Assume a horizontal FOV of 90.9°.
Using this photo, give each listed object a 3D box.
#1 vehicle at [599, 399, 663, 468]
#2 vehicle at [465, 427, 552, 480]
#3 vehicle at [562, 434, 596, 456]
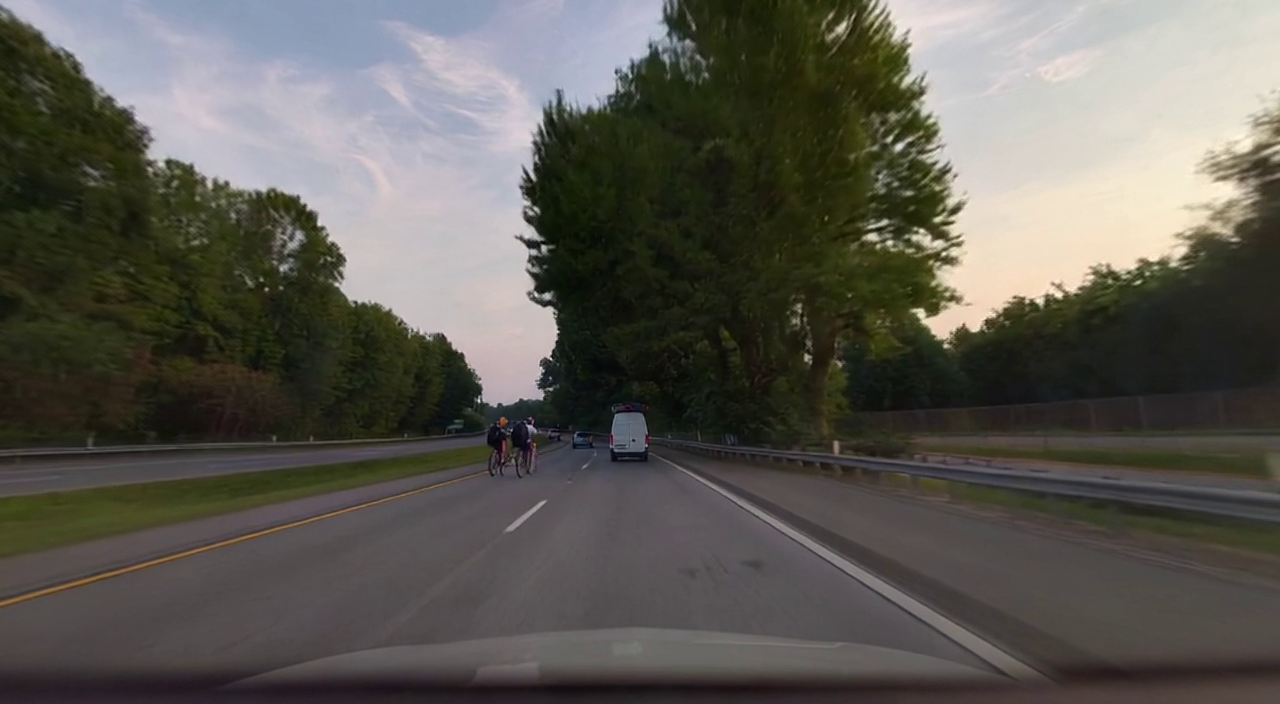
[{"bbox_3d":[-0.546,3.852,29.624,2.647,2.896,6.480,0,-8,-3],"label":"vehicle"},{"bbox_3d":[-4.409,3.467,21.876,2.110,1.636,4.453,0,-8,-1],"label":"vehicle"},{"bbox_3d":[-4.339,6.695,45.489,2.251,1.459,4.236,0,-8,-2],"label":"vehicle"}]
